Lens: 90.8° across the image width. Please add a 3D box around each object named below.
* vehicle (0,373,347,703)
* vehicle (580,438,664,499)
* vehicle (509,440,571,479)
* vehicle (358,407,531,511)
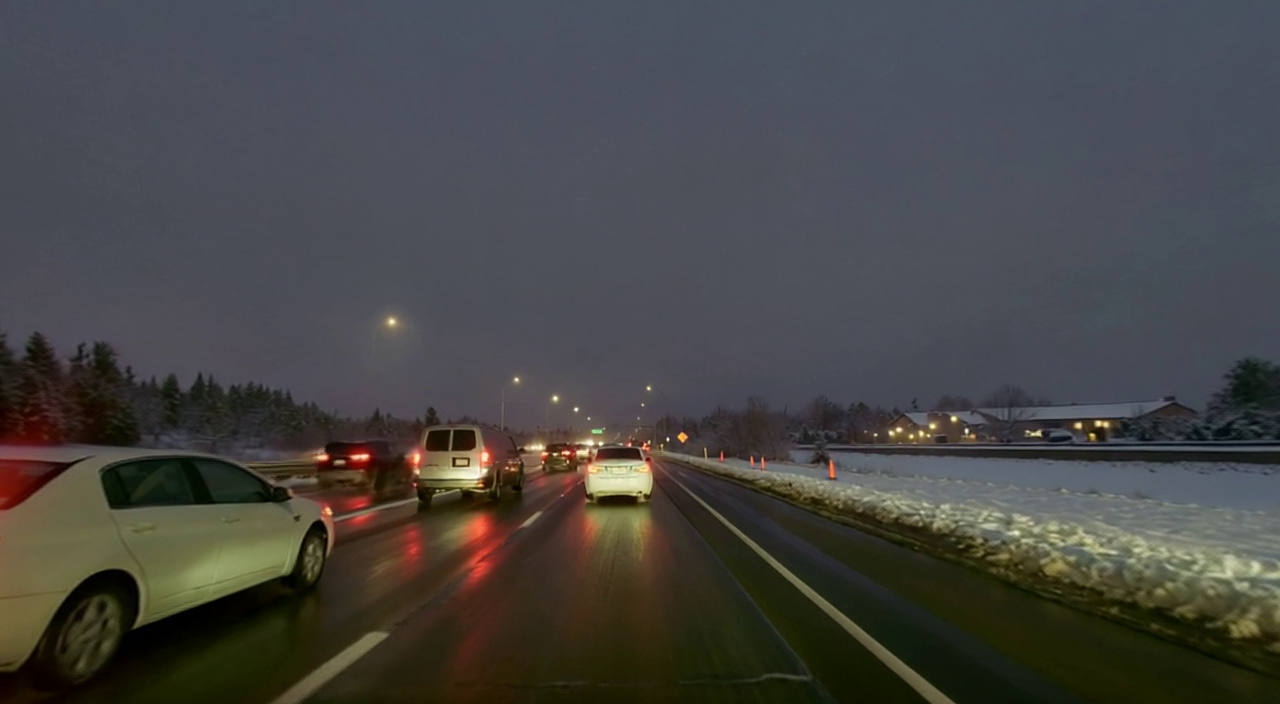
[{"bbox_3d":[-3.888,1.053,3.835,2.041,1.604,4.384,0,-9,1],"label":"vehicle"},{"bbox_3d":[-0.473,3.160,17.594,2.069,1.484,3.918,0,-9,-1],"label":"vehicle"},{"bbox_3d":[-3.995,4.353,25.901,1.824,1.459,4.007,0,-9,1],"label":"vehicle"},{"bbox_3d":[-4.294,2.514,15.209,2.324,2.012,5.740,0,-9,0],"label":"vehicle"}]
